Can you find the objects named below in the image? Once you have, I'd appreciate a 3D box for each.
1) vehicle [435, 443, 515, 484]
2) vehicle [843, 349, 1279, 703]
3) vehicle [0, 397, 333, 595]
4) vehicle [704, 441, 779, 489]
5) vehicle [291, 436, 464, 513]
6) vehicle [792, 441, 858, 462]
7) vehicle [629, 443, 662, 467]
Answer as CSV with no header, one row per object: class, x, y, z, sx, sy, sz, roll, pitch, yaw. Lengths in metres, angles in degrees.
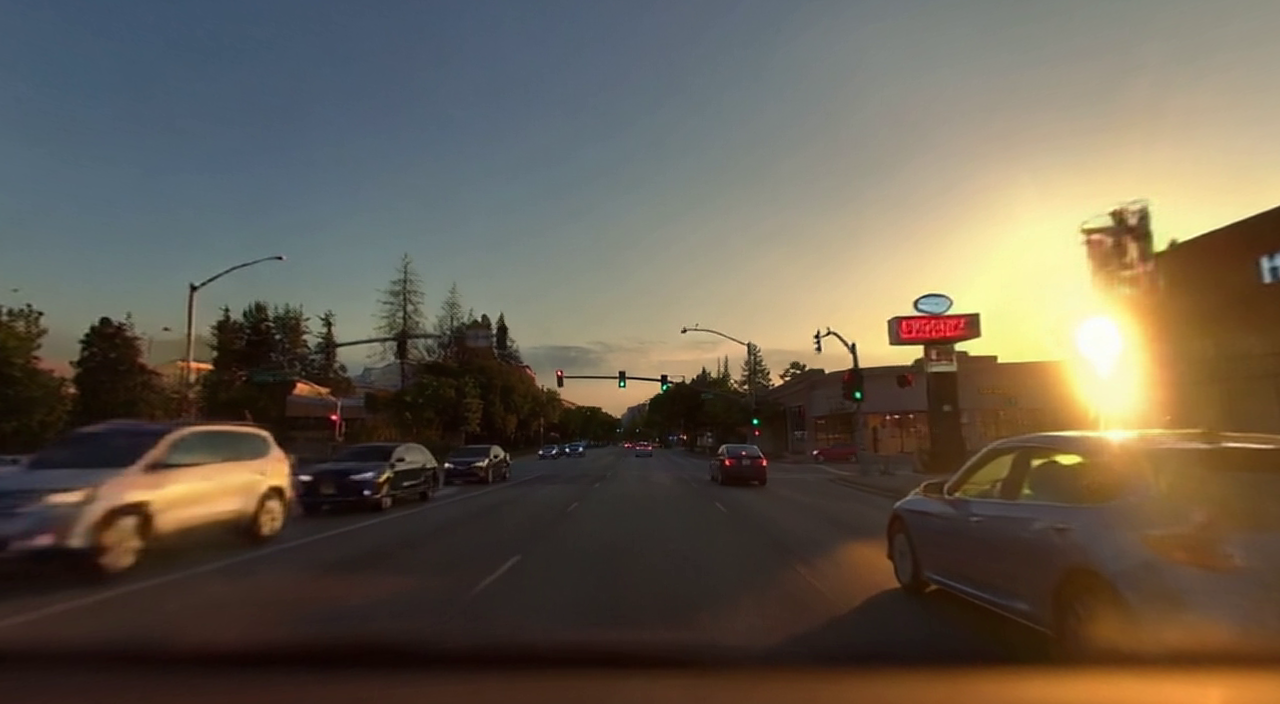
vehicle,-6.501,4.426,25.356,2.038,1.484,4.273,0,-8,0
vehicle,3.211,1.096,4.121,2.174,1.596,4.779,0,-8,0
vehicle,-6.228,1.690,8.303,2.136,1.837,4.669,0,-8,-2
vehicle,3.385,3.829,21.831,1.842,1.480,4.155,0,-8,-1
vehicle,-6.143,2.909,15.605,2.176,1.591,4.778,0,-8,1
vehicle,13.839,7.506,47.502,4.370,1.517,1.939,-1,-9,3
vehicle,0.328,6.617,40.667,2.008,1.464,4.052,0,-8,-1
